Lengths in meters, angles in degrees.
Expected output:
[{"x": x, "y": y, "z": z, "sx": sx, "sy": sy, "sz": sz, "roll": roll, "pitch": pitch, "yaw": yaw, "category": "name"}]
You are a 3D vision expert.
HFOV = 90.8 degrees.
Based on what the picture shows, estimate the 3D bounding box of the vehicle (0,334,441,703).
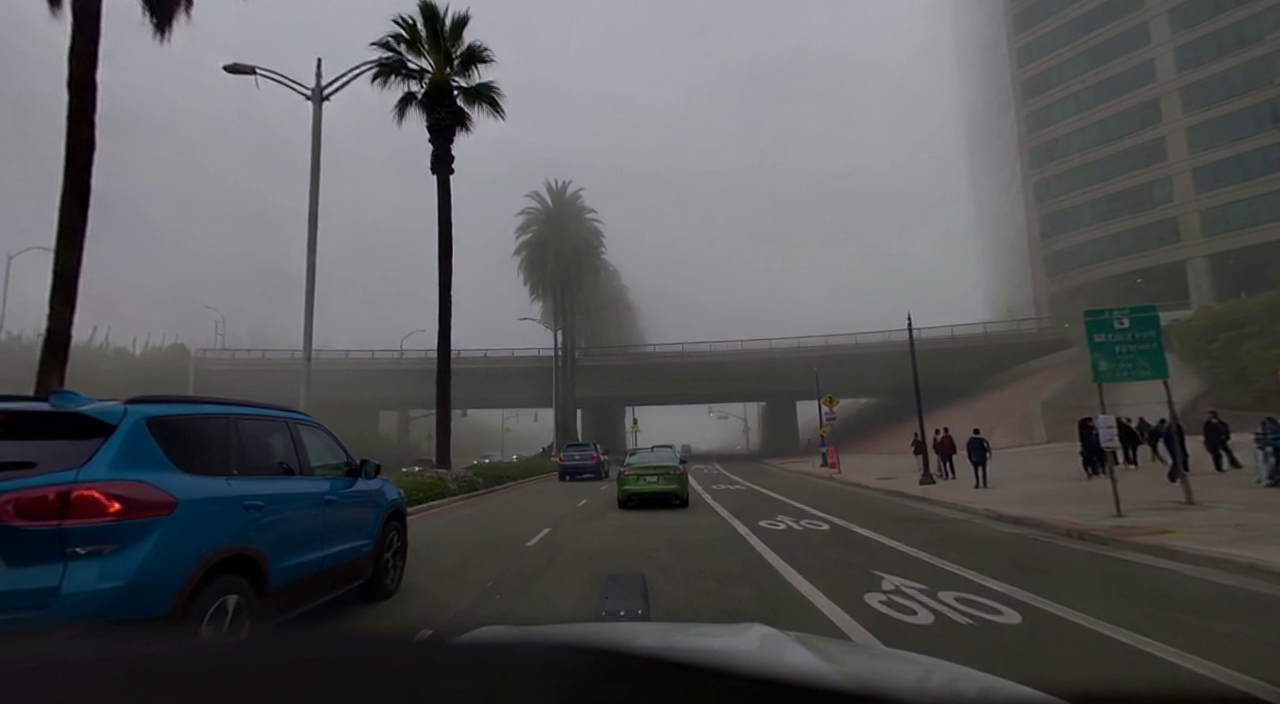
[{"x": -3.117, "y": 1.120, "z": 4.177, "sx": 2.014, "sy": 1.740, "sz": 4.359, "roll": 0, "pitch": -8, "yaw": 2, "category": "vehicle"}]

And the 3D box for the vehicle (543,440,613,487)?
[{"x": -2.271, "y": 4.225, "z": 24.272, "sx": 1.955, "sy": 1.637, "sz": 4.032, "roll": -1, "pitch": -8, "yaw": 5, "category": "vehicle"}]

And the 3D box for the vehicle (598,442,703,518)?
[{"x": 0.243, "y": 2.801, "z": 14.376, "sx": 2.036, "sy": 1.461, "sz": 4.129, "roll": 0, "pitch": -8, "yaw": 1, "category": "vehicle"}]
